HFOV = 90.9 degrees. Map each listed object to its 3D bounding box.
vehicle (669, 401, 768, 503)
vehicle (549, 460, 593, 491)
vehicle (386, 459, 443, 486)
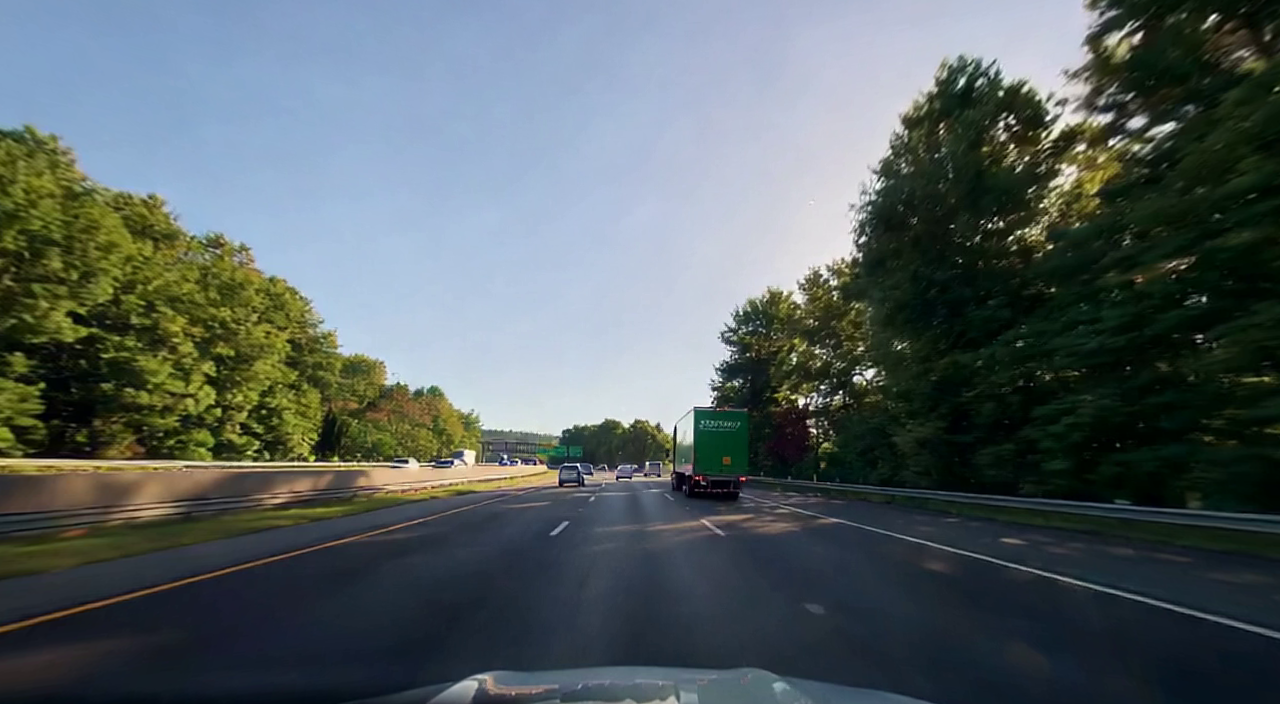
[{"bbox_3d":[3.652,5.510,33.883,2.992,4.300,13.967,1,-10,-2],"label":"vehicle"},{"bbox_3d":[-4.052,7.351,37.715,2.155,1.667,4.615,1,-10,-1],"label":"vehicle"},{"bbox_3d":[-13.274,7.139,37.335,1.822,1.472,4.364,1,-10,-1],"label":"vehicle"}]
